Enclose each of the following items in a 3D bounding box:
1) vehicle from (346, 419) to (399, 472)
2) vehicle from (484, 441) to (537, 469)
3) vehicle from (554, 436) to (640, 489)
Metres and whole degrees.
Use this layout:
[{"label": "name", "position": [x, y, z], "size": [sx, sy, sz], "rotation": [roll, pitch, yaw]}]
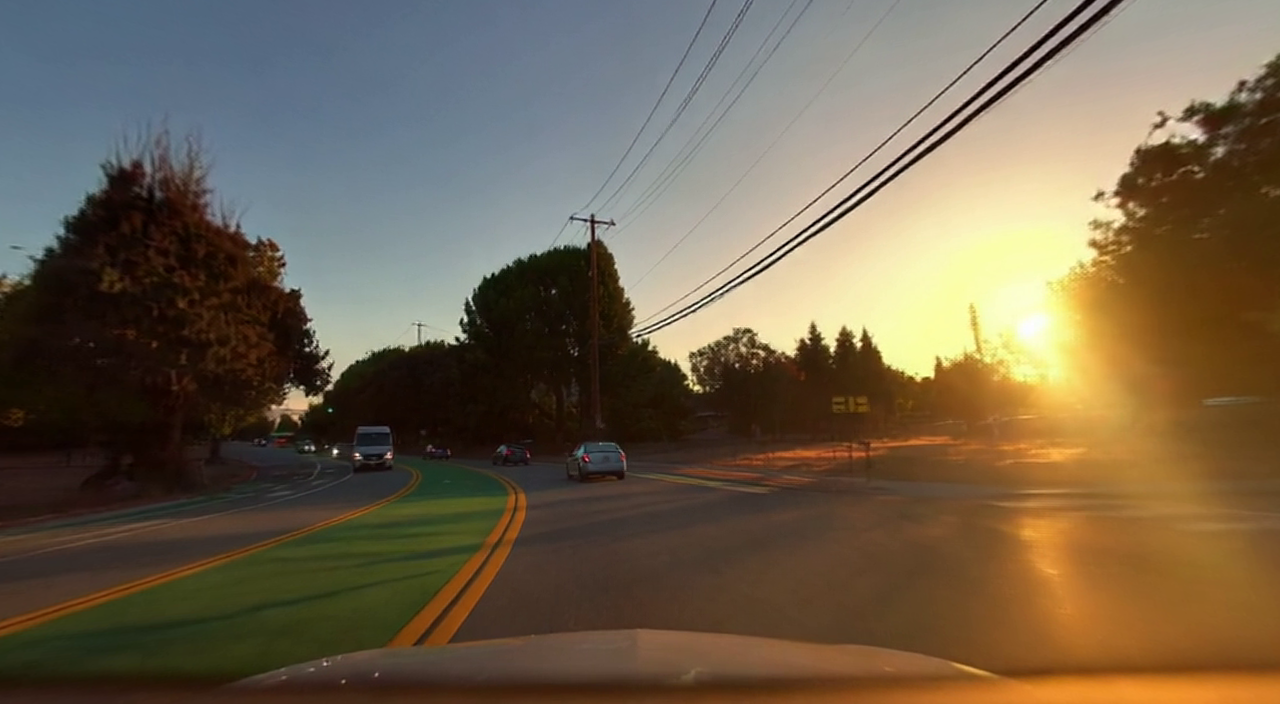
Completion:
[{"label": "vehicle", "position": [-16.270, 5.675, 38.202], "size": [2.413, 2.872, 6.823], "rotation": [4, -10, -26]}, {"label": "vehicle", "position": [-8.336, 6.574, 40.363], "size": [2.075, 1.699, 4.520], "rotation": [4, -10, -28]}, {"label": "vehicle", "position": [-1.716, 4.074, 23.566], "size": [2.140, 1.767, 4.720], "rotation": [2, -9, -17]}]
